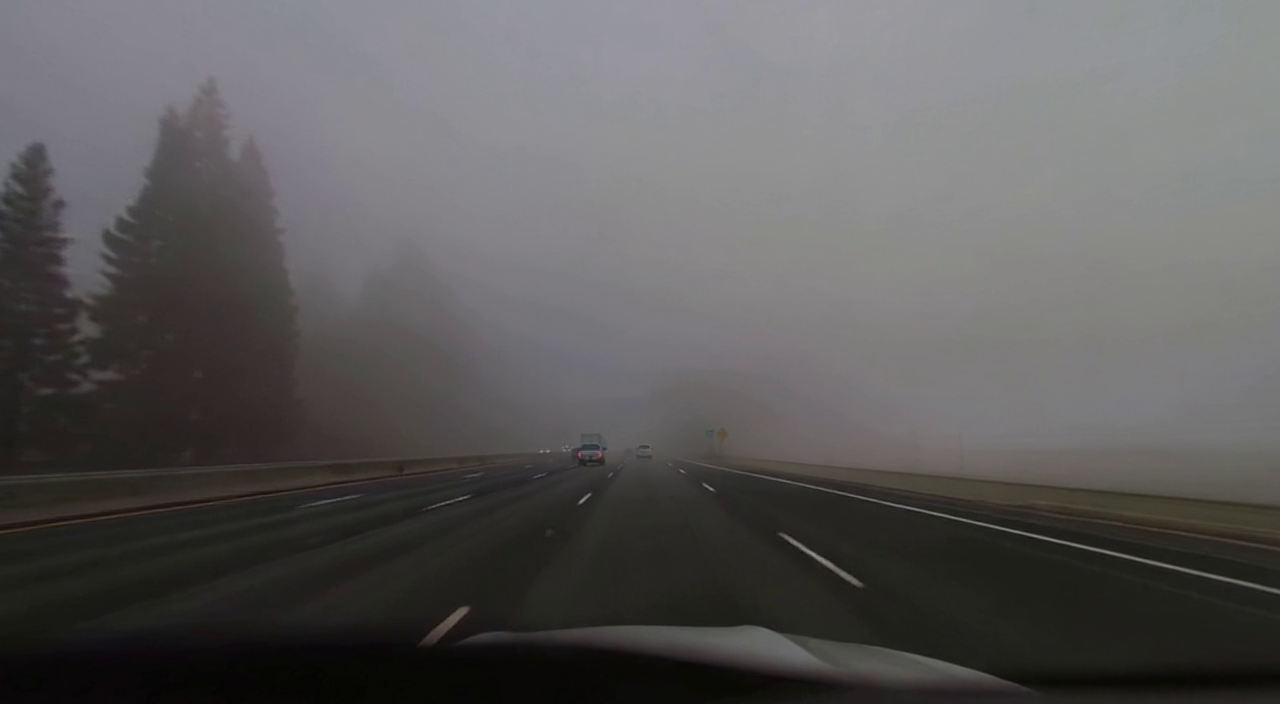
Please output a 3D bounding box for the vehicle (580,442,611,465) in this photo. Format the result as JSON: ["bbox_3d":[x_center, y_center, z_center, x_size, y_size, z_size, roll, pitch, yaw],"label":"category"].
[{"bbox_3d":[-3.281,7.531,46.919,1.993,1.589,3.898,0,-8,0],"label":"vehicle"}]
